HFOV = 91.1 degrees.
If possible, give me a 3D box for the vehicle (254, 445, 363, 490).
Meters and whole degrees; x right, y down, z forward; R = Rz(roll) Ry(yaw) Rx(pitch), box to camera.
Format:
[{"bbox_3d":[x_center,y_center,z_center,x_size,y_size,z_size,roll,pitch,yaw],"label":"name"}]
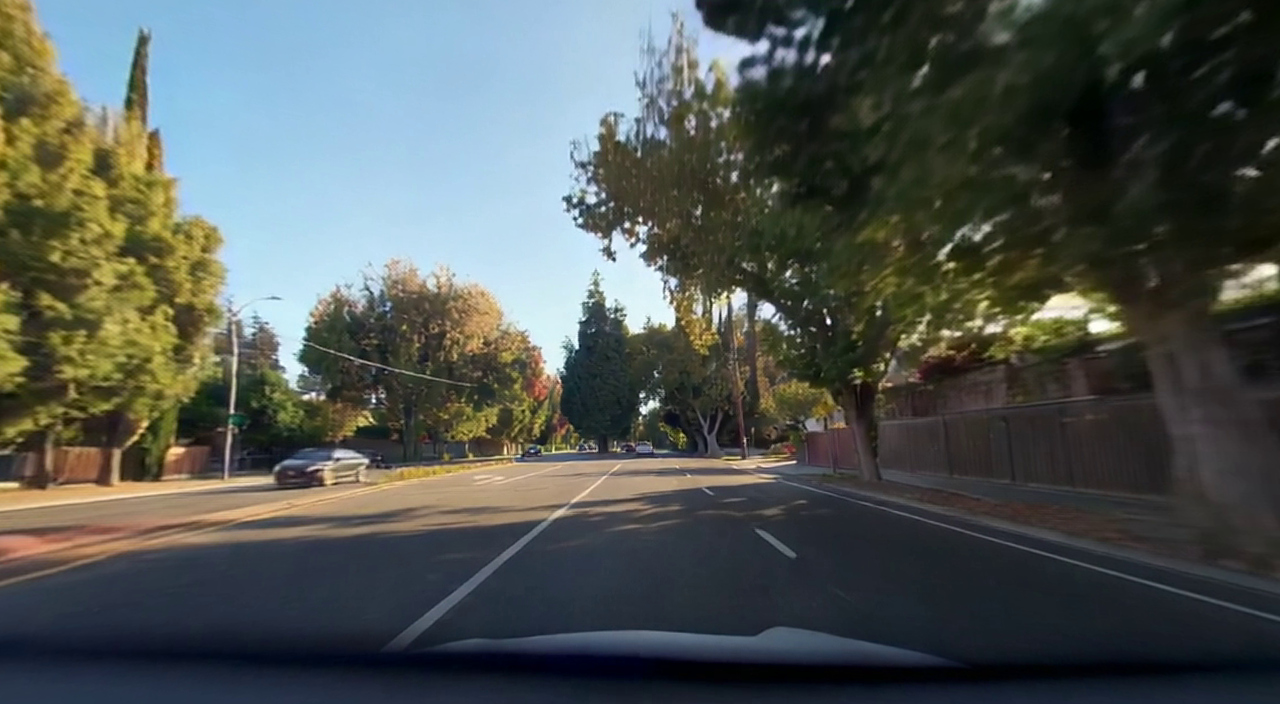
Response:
[{"bbox_3d":[-13.153,4.572,25.259,1.904,1.622,4.348,0,-8,1],"label":"vehicle"}]
